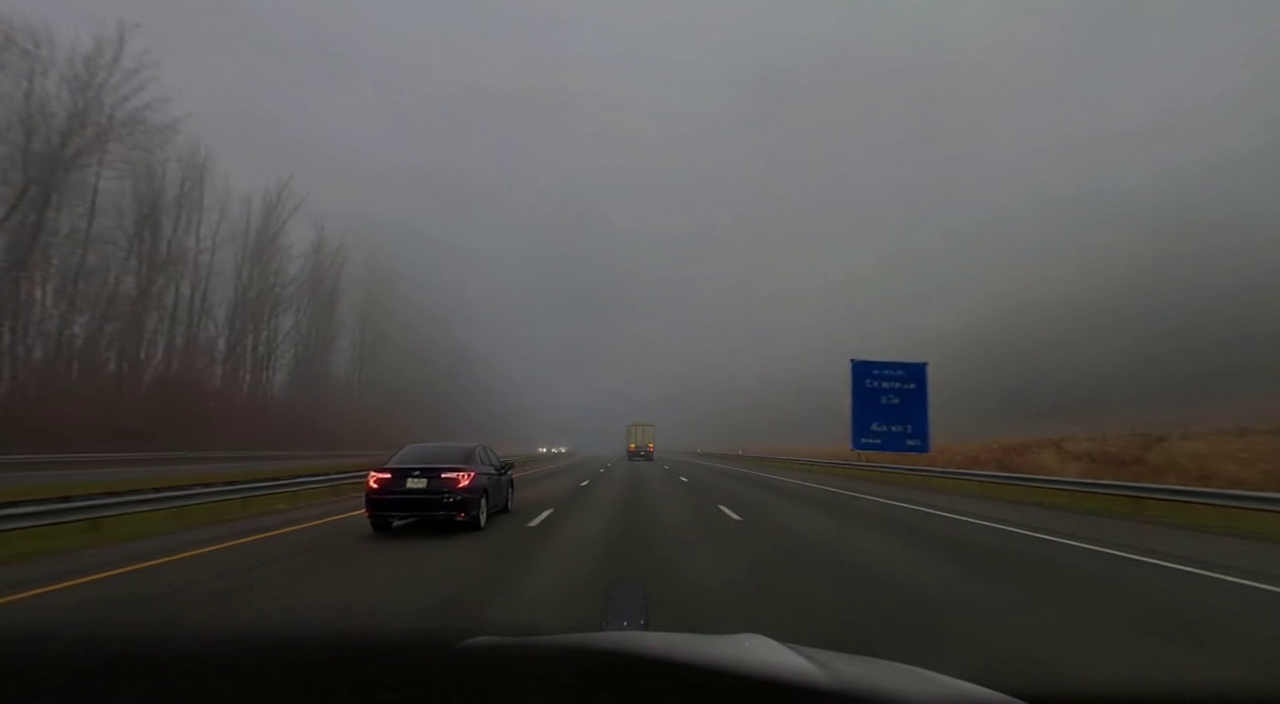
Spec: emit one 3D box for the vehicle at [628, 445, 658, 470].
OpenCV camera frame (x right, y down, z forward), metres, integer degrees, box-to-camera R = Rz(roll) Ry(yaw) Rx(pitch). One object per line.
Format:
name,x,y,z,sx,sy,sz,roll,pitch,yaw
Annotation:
vehicle,0.172,6.713,40.025,1.859,1.478,3.799,0,-9,0

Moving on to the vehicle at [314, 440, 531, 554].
vehicle,-3.279,2.264,10.607,2.012,1.500,4.452,0,-9,1

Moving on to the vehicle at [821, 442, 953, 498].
vehicle,7.816,3.767,20.607,2.081,1.576,5.604,0,-9,0

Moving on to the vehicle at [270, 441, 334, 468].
vehicle,-21.861,6.635,40.783,1.876,1.581,4.279,0,-9,-2
